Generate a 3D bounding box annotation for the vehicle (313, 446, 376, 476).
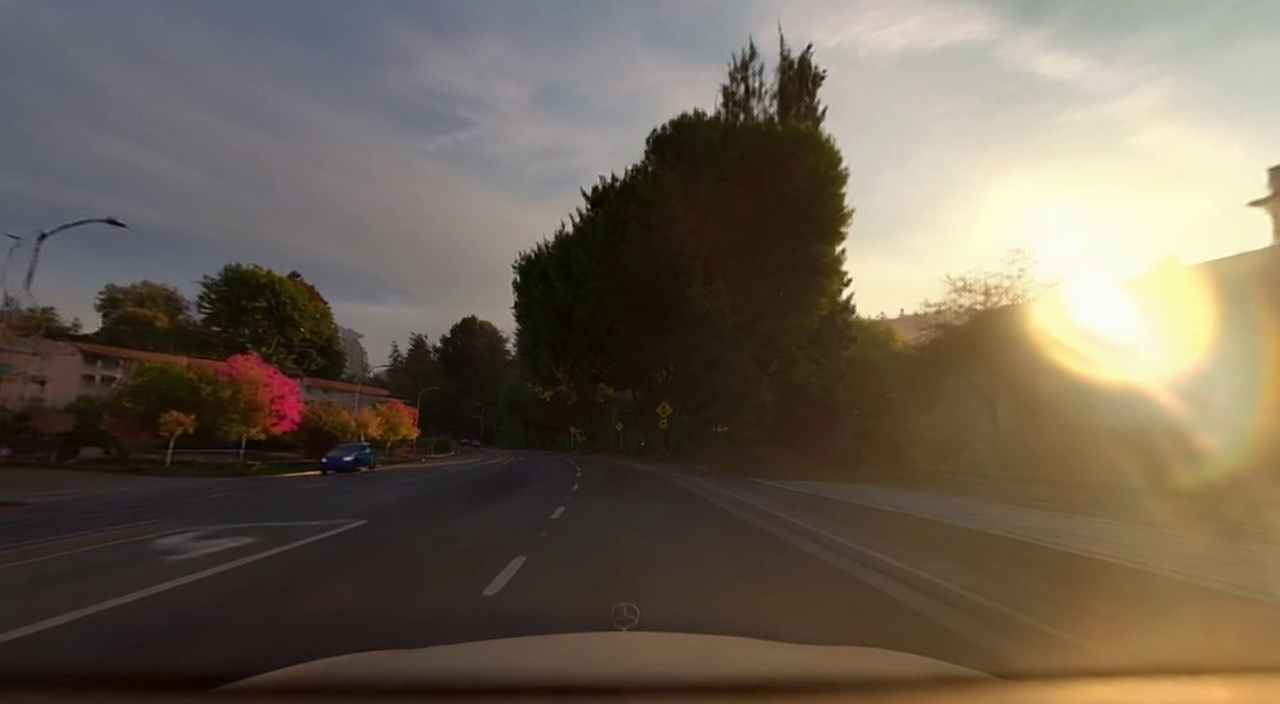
[{"bbox_3d":[-17.209,6.331,36.979,1.993,1.634,4.268,1,-9,-6],"label":"vehicle"}]
